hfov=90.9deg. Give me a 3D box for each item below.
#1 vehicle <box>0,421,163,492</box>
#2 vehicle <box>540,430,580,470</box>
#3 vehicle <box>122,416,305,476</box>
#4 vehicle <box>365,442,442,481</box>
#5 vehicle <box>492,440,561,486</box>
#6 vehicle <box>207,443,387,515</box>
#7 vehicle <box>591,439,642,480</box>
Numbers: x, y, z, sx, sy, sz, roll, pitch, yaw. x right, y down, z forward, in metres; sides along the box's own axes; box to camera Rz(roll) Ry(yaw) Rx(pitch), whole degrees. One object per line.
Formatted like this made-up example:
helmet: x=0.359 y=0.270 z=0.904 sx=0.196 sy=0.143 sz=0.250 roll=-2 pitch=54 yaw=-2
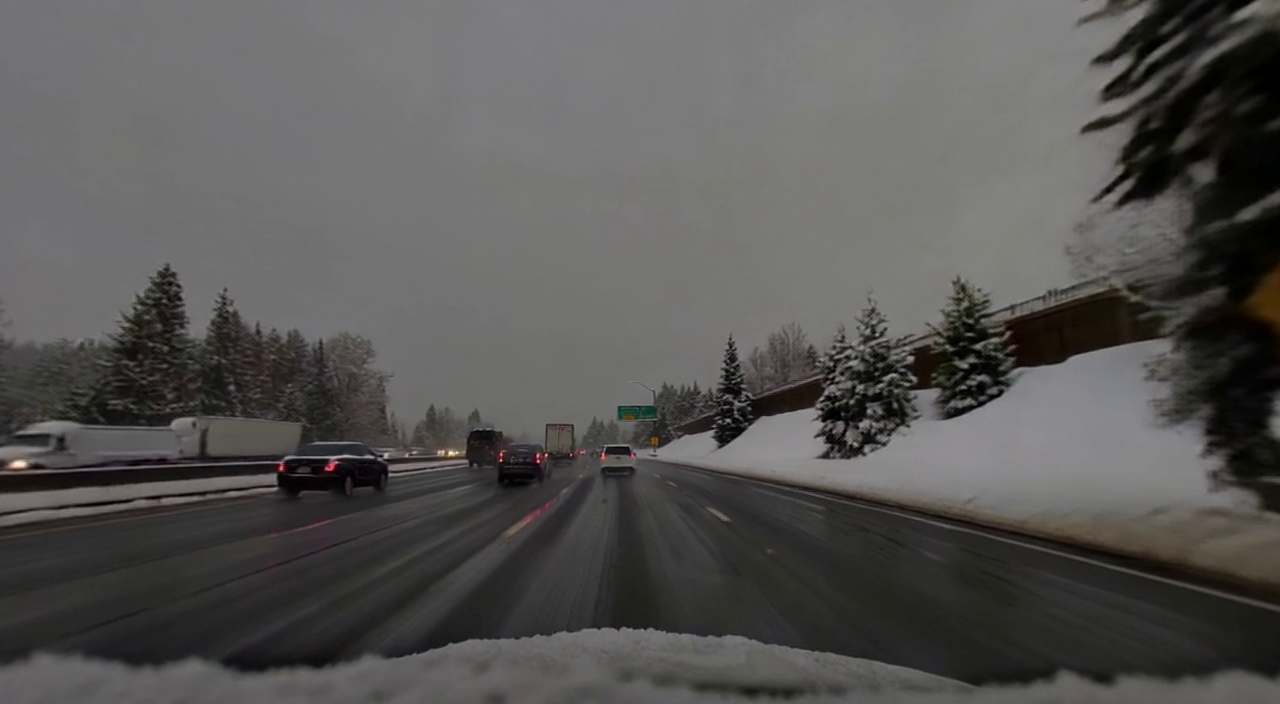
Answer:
vehicle: x=-16.422 y=2.928 z=17.935 sx=2.044 sy=1.747 sz=4.769 roll=0 pitch=-8 yaw=-2
vehicle: x=-5.588 y=6.938 z=44.794 sx=2.279 sy=2.672 sz=5.256 roll=0 pitch=-8 yaw=-2
vehicle: x=-24.777 y=5.661 z=38.046 sx=3.003 sy=2.982 sz=12.570 roll=0 pitch=-8 yaw=-3
vehicle: x=-11.999 y=5.576 z=32.423 sx=2.079 sy=1.807 sz=5.187 roll=0 pitch=-8 yaw=-2
vehicle: x=-4.333 y=4.279 z=24.737 sx=2.005 sy=1.631 sz=4.295 roll=0 pitch=-8 yaw=-1
vehicle: x=-8.020 y=2.964 z=15.327 sx=1.896 sy=1.465 sz=4.399 roll=0 pitch=-8 yaw=0
vehicle: x=-1.037 y=4.658 z=27.568 sx=2.092 sy=1.671 sz=3.772 roll=0 pitch=-8 yaw=-3
